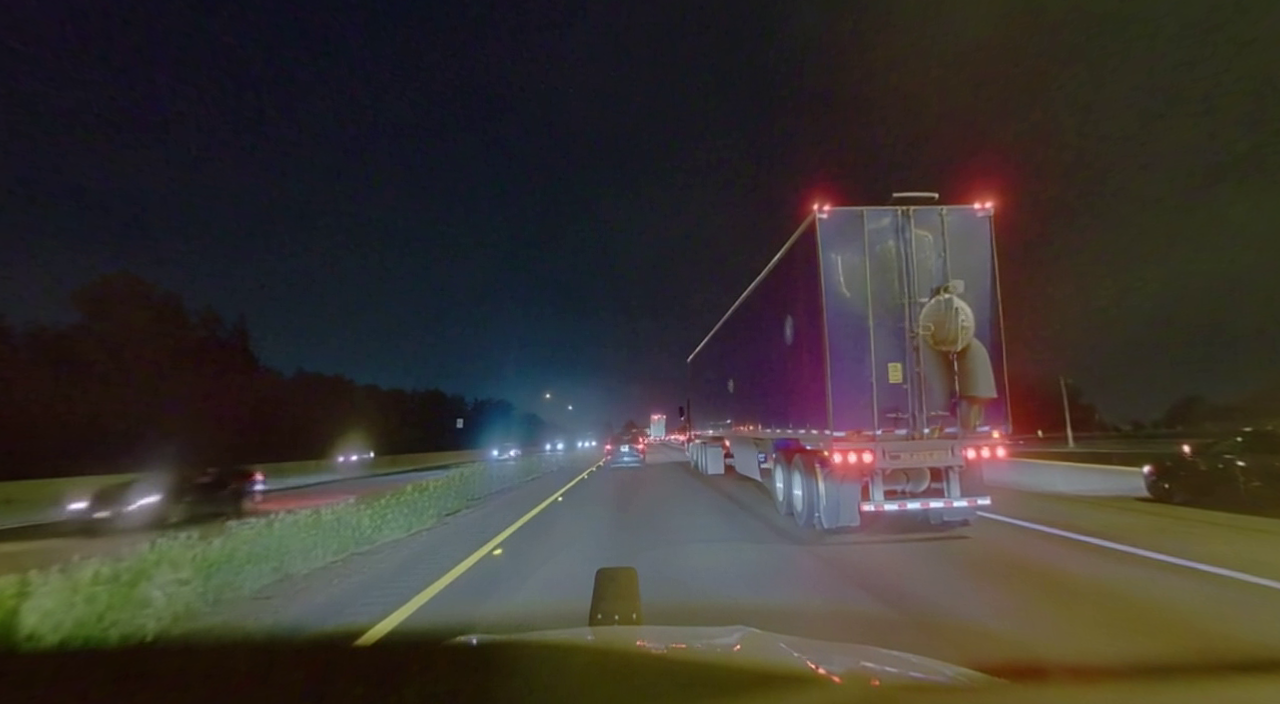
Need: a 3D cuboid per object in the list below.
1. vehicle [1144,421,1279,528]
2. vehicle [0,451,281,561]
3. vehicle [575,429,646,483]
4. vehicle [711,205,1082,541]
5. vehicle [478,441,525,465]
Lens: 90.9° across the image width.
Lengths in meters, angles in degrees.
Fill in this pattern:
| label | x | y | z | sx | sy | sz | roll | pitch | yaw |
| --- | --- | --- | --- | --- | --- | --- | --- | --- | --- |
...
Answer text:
| label | x | y | z | sx | sy | sz | roll | pitch | yaw |
| --- | --- | --- | --- | --- | --- | --- | --- | --- | --- |
| vehicle | 9.794 | 1.744 | 9.078 | 1.739 | 1.471 | 3.889 | 0 | -8 | -2 |
| vehicle | -8.499 | 2.542 | 11.205 | 1.853 | 1.459 | 4.228 | 0 | -8 | -2 |
| vehicle | -0.849 | 3.165 | 19.510 | 2.000 | 1.510 | 3.518 | 0 | -8 | -1 |
| vehicle | 3.441 | 0.805 | 11.929 | 2.826 | 3.905 | 9.262 | 0 | -8 | -2 |
| vehicle | -9.609 | 7.010 | 44.007 | 2.161 | 1.495 | 4.774 | 0 | -8 | 0 |
